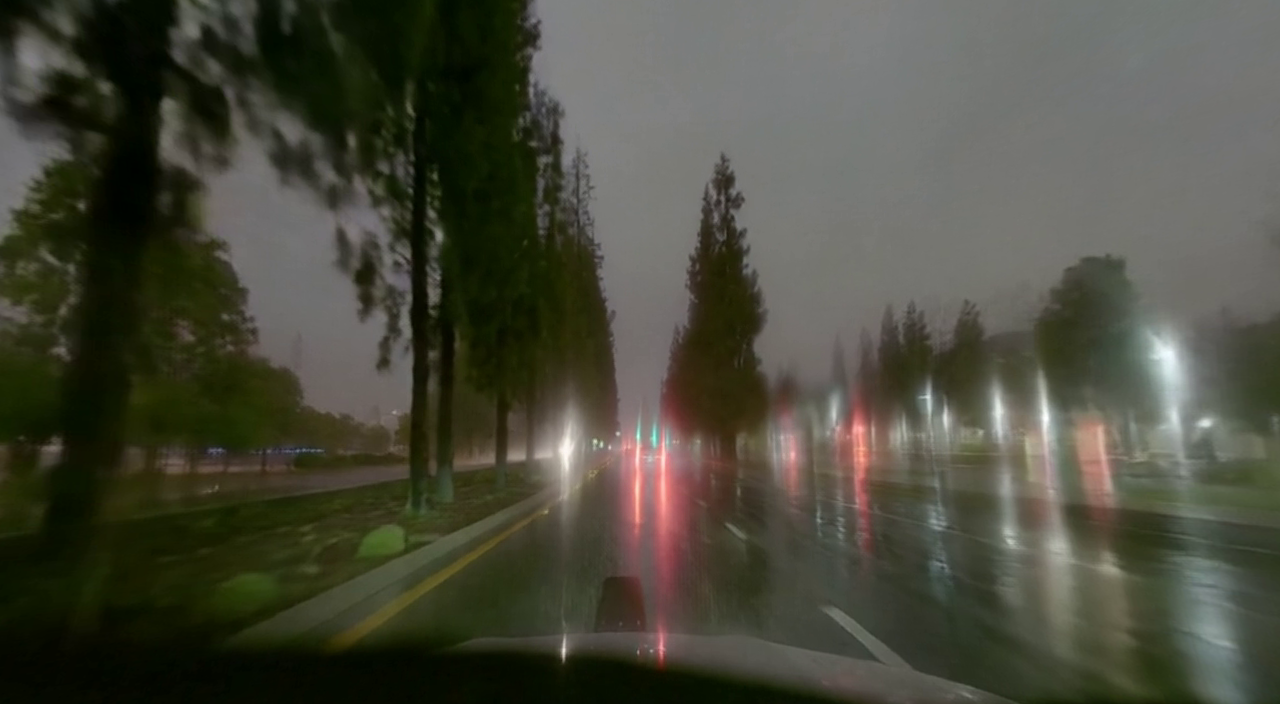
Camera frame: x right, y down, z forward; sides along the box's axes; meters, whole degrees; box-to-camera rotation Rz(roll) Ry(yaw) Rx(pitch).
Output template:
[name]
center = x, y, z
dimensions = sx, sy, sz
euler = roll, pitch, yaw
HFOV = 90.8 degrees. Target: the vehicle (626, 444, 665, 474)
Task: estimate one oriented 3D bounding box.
[vehicle]
center = 0.250, 5.998, 35.653
dimensions = 2.048, 1.584, 4.393
euler = 0, -8, -2
